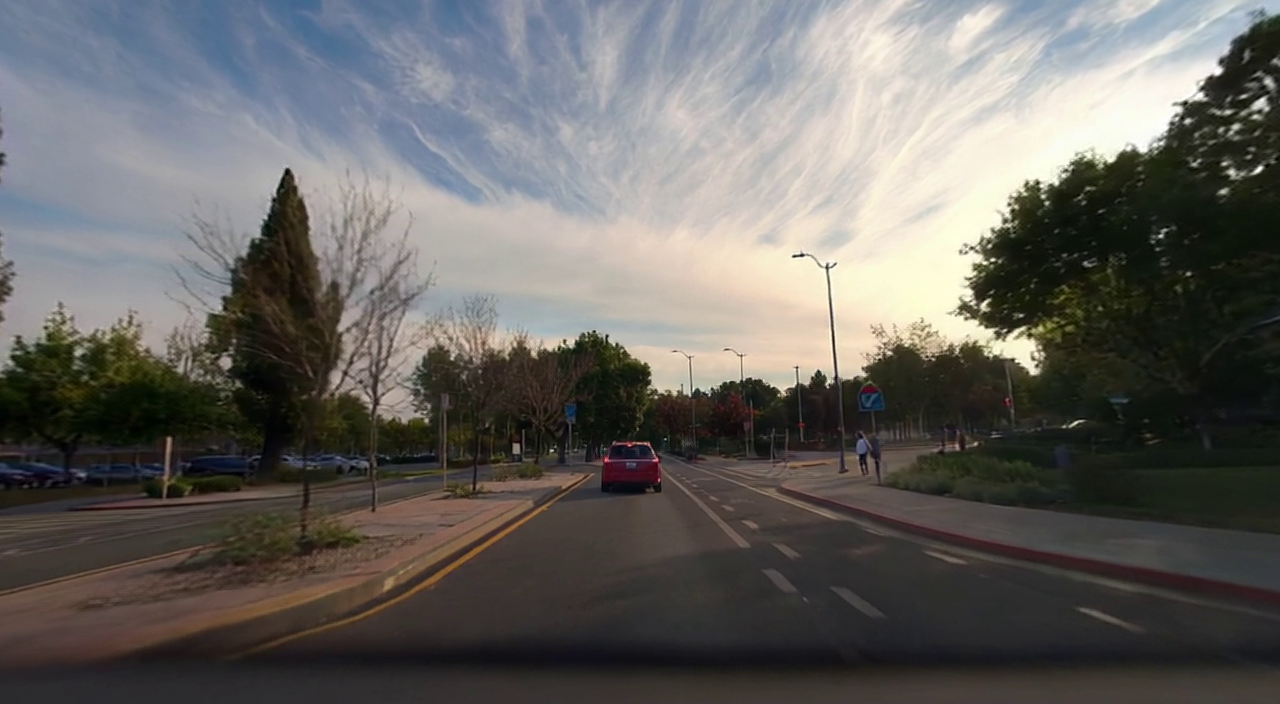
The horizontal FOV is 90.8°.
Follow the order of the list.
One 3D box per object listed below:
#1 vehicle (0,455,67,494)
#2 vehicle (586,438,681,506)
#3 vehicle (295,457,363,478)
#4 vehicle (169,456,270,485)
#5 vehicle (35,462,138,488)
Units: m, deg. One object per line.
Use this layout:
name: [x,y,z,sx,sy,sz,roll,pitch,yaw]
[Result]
vehicle: [-35.745,6.840,35.362,5.087,1.999,2.056,0,-8,-2]
vehicle: [-0.197,3.141,17.023,2.221,1.570,4.398,0,-8,-1]
vehicle: [-23.173,8.618,47.216,4.086,1.478,1.844,0,-8,-4]
vehicle: [-22.957,6.469,34.597,4.038,1.531,2.015,0,-9,-3]
vehicle: [-35.359,7.876,40.464,4.500,1.542,2.155,0,-9,-1]
